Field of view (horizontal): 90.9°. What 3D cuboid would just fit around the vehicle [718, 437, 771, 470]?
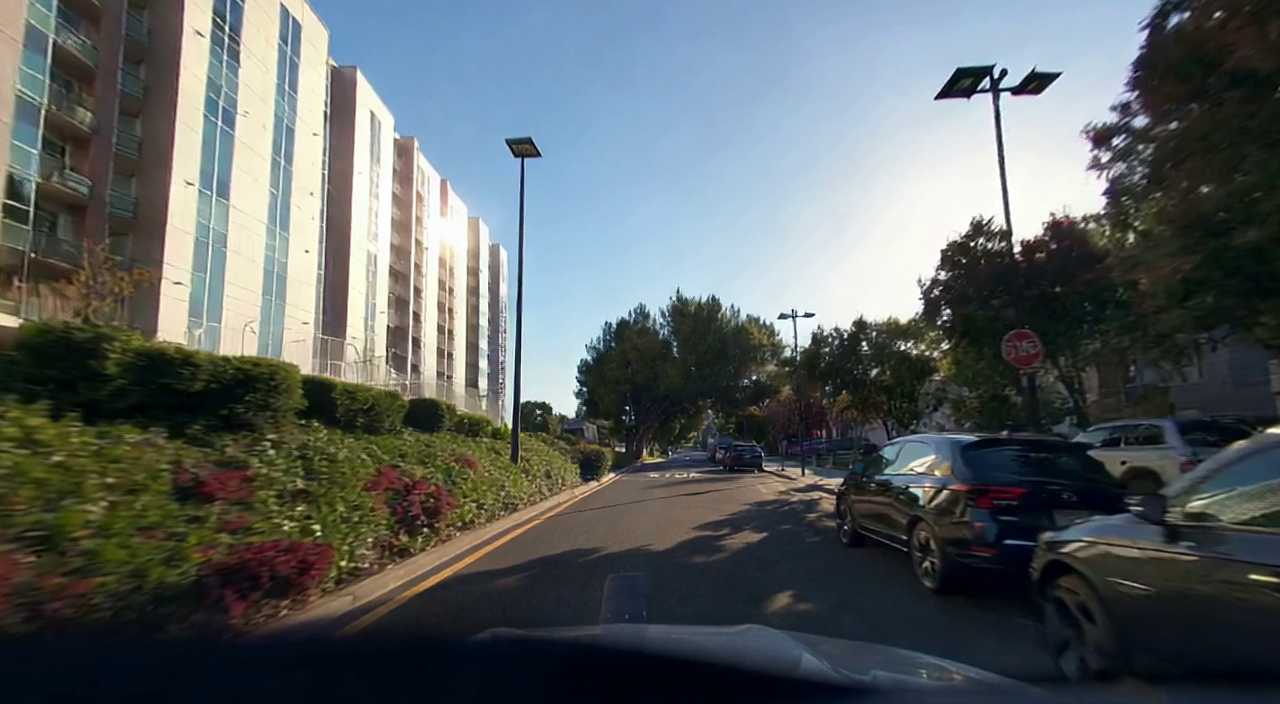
[{"bbox_3d":[5.047,4.995,31.137,2.024,1.475,4.565,-1,-9,2],"label":"vehicle"}]

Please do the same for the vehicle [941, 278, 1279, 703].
[{"bbox_3d":[2.980,0.624,1.541,2.200,1.766,4.868,-1,-9,2],"label":"vehicle"}]
